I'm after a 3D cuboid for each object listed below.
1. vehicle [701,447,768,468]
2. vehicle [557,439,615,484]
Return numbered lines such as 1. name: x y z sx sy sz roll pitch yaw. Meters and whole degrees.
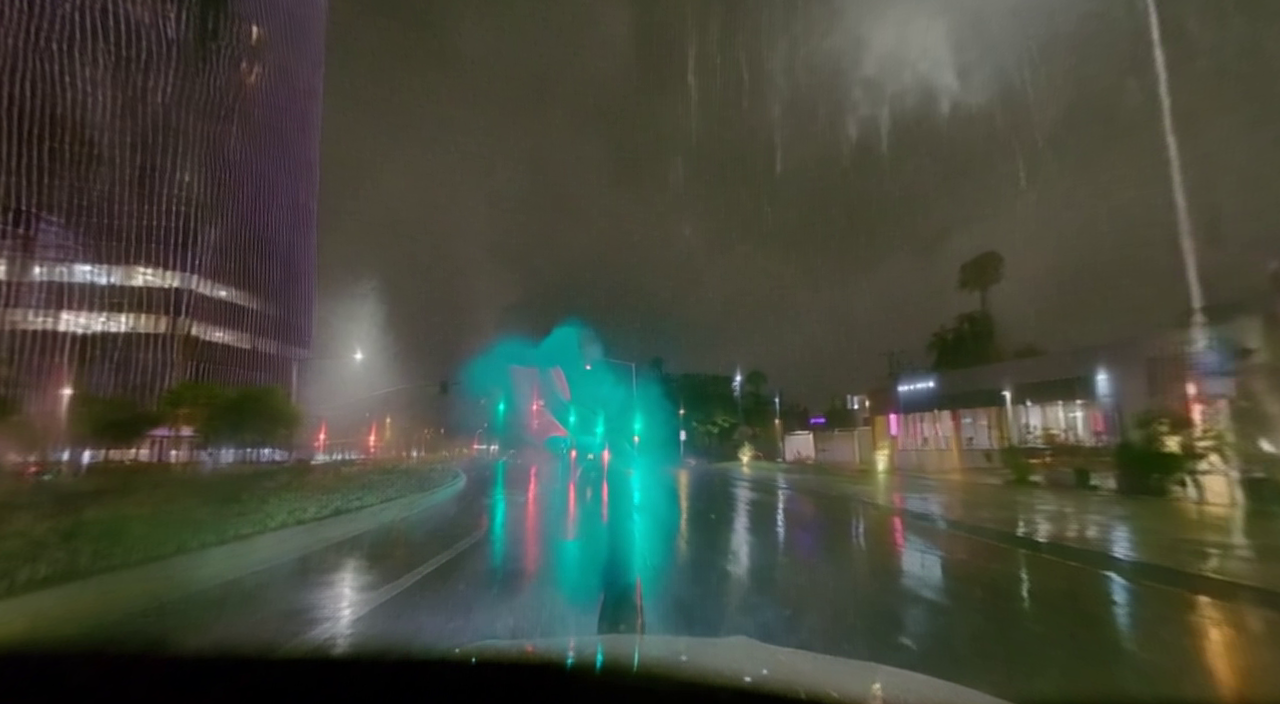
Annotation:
1. vehicle: 6.931 7.768 46.453 4.645 1.505 2.100 0 -9 0
2. vehicle: -2.256 4.533 26.386 2.183 1.675 4.319 1 -9 -5
